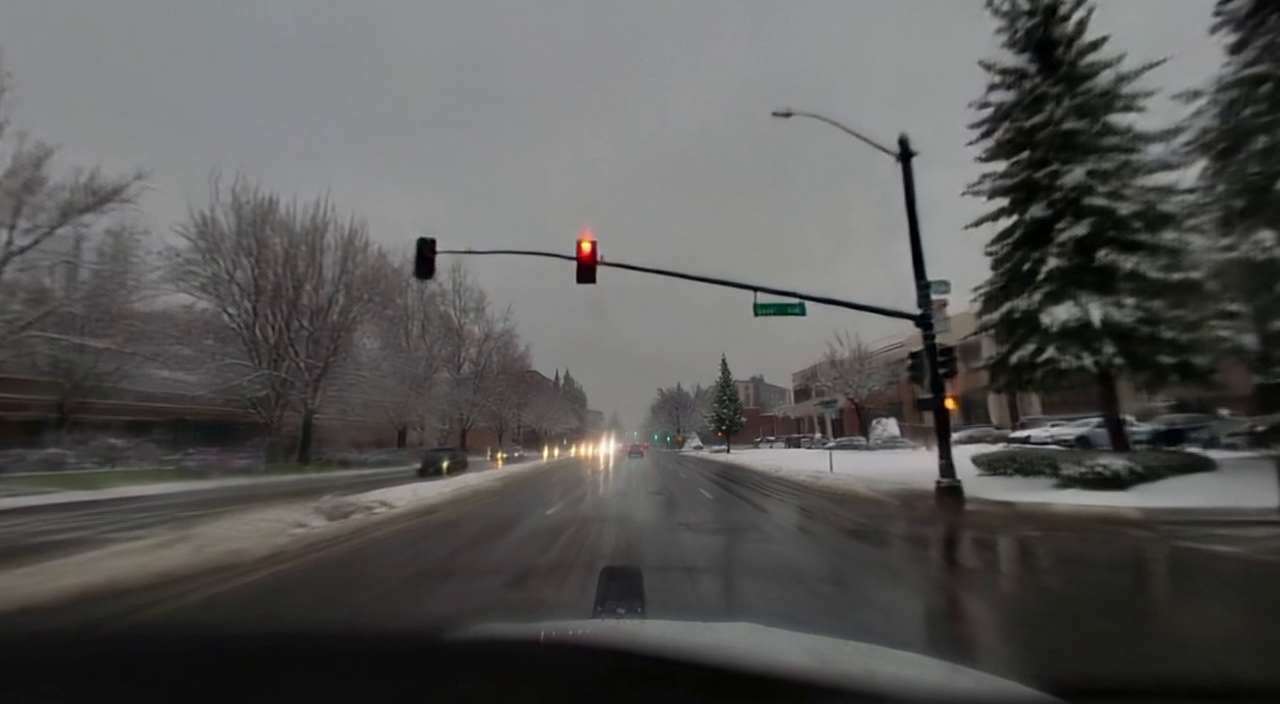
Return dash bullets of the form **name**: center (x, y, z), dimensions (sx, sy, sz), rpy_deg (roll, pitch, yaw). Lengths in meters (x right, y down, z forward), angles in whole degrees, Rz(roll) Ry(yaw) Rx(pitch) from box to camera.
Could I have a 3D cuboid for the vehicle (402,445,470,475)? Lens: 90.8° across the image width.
- **vehicle**: center (-10.854, 5.766, 34.013), dimensions (1.914, 1.499, 4.785), rpy_deg (0, -9, 2)
